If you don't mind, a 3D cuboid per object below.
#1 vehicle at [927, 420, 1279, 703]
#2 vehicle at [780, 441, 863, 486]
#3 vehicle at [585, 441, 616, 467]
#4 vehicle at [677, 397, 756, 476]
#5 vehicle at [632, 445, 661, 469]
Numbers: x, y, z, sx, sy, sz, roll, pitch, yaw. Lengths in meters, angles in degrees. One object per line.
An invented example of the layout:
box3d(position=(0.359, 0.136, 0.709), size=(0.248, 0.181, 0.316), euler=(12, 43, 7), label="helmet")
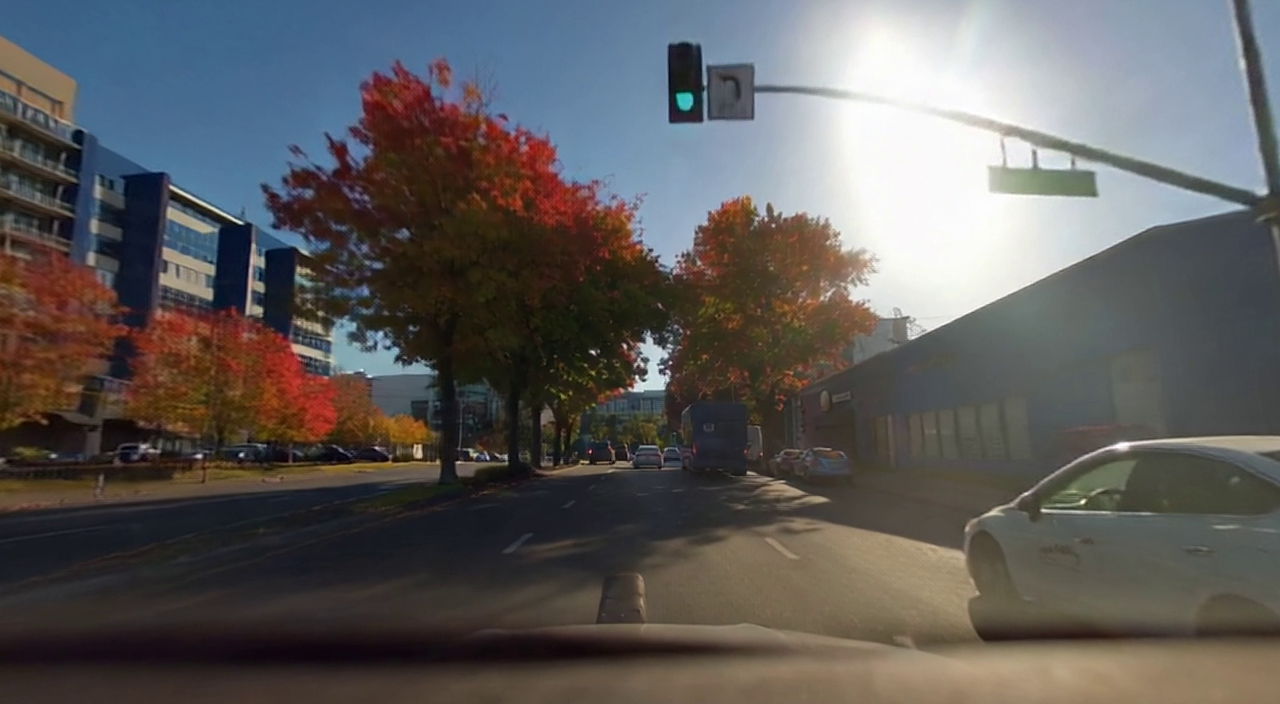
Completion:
box3d(position=(3.789, 1.149, 3.589), size=(1.915, 1.449, 4.970), euler=(0, -8, -1), label="vehicle")
box3d(position=(7.013, 4.501, 24.885), size=(1.889, 1.417, 4.759), euler=(-3, -13, 1), label="vehicle")
box3d(position=(-2.999, 7.860, 48.620), size=(2.035, 1.867, 4.607), euler=(0, -8, 2), label="vehicle")
box3d(position=(3.900, 4.723, 34.914), size=(3.003, 3.680, 10.684), euler=(0, -8, 0), label="vehicle")
box3d(position=(0.431, 7.114, 42.863), size=(1.846, 1.528, 4.348), euler=(0, -8, 0), label="vehicle")
